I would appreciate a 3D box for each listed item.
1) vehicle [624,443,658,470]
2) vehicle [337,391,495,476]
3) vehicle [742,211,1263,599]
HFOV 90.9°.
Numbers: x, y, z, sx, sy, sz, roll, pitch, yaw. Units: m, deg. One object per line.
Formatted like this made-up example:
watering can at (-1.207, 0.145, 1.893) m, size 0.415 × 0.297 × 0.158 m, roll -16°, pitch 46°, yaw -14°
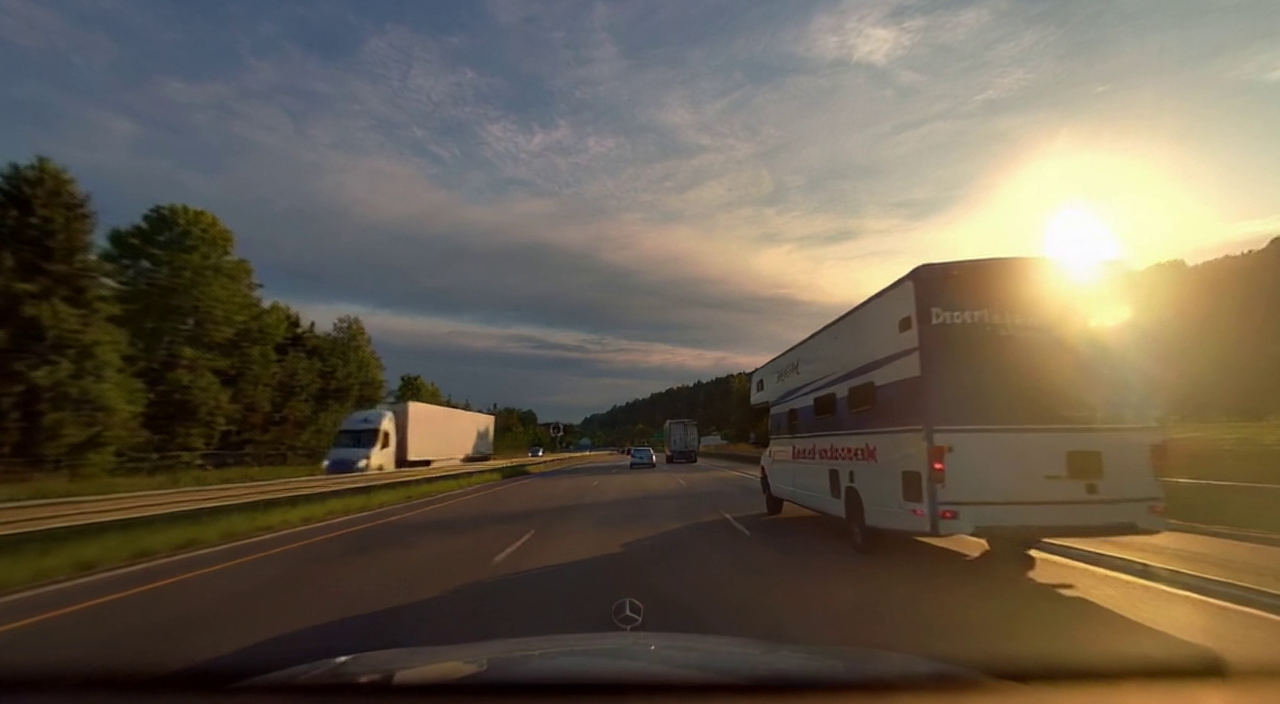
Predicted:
vehicle at (0.054, 7.104, 42.881) m, size 2.151 × 1.678 × 3.923 m, roll 0°, pitch -9°, yaw 0°
vehicle at (-12.426, 5.154, 38.077) m, size 3.039 × 3.901 × 17.384 m, roll 0°, pitch -9°, yaw 1°
vehicle at (3.913, 1.077, 10.090) m, size 2.931 × 3.530 × 8.760 m, roll 0°, pitch -9°, yaw -1°
